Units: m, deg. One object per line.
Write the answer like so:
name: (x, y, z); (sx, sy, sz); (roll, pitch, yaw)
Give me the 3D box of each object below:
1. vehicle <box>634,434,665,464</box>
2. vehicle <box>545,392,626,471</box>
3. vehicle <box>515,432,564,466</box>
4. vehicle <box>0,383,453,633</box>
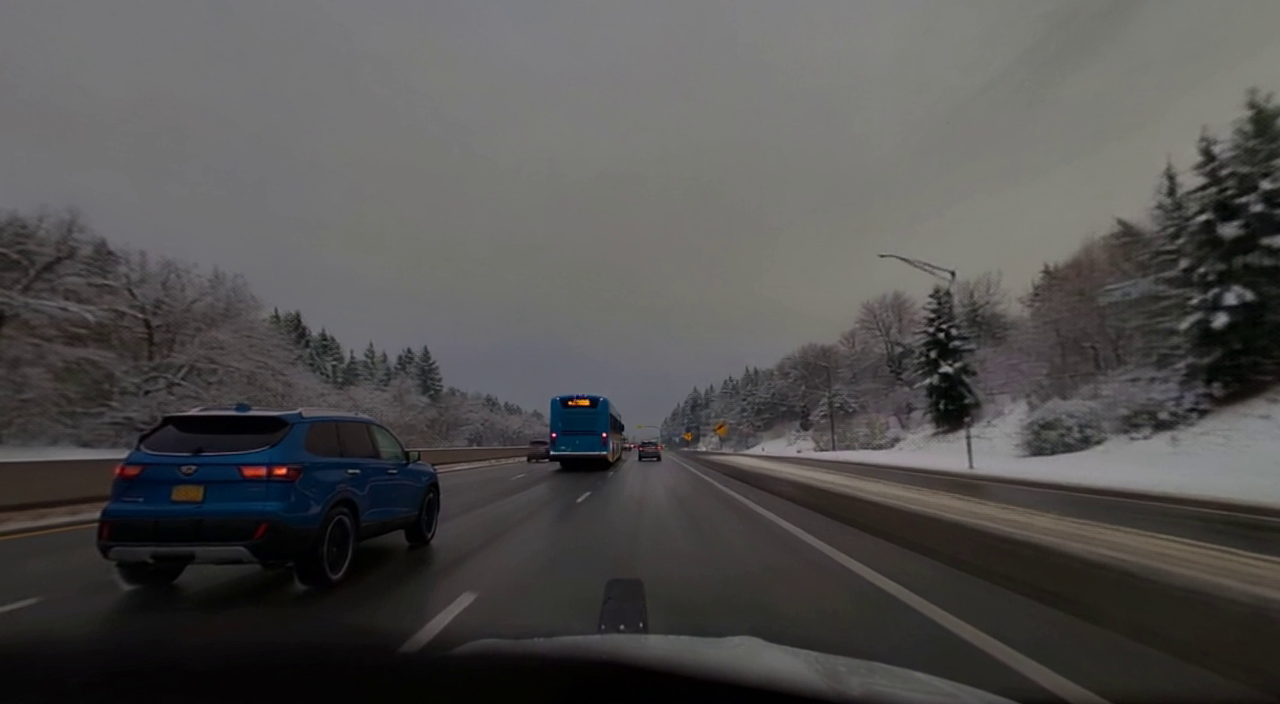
vehicle: (0.677, 6.853, 44.663); (2.083, 2.001, 4.782); (0, -8, 1)
vehicle: (-2.730, 4.715, 36.128); (3.382, 3.712, 11.766); (1, -9, 1)
vehicle: (-6.715, 6.593, 42.815); (2.282, 2.116, 6.030); (0, -8, 1)
vehicle: (-3.652, 1.401, 6.585); (2.021, 1.730, 4.223); (0, -8, 1)
